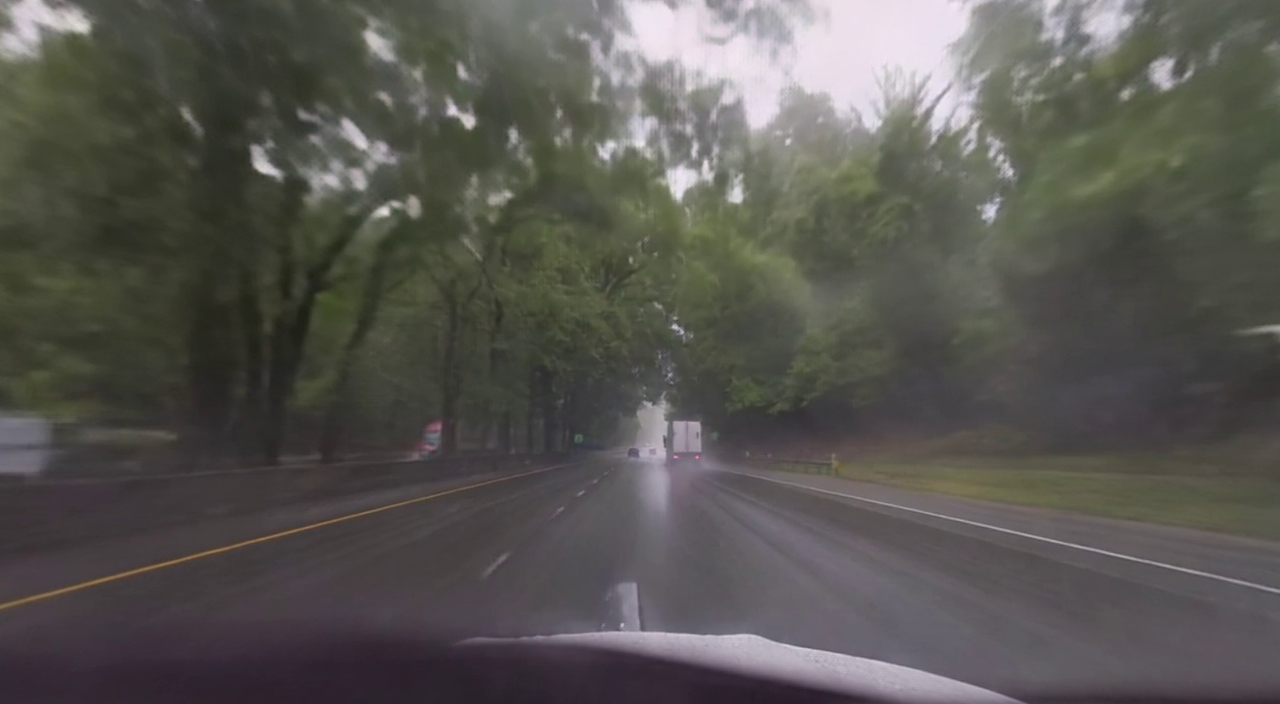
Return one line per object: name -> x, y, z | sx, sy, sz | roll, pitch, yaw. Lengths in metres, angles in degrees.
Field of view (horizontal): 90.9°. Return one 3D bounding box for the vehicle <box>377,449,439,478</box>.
vehicle -> -12.263, 5.921, 33.606 | 1.878, 1.418, 3.768 | 0, -9, 0
